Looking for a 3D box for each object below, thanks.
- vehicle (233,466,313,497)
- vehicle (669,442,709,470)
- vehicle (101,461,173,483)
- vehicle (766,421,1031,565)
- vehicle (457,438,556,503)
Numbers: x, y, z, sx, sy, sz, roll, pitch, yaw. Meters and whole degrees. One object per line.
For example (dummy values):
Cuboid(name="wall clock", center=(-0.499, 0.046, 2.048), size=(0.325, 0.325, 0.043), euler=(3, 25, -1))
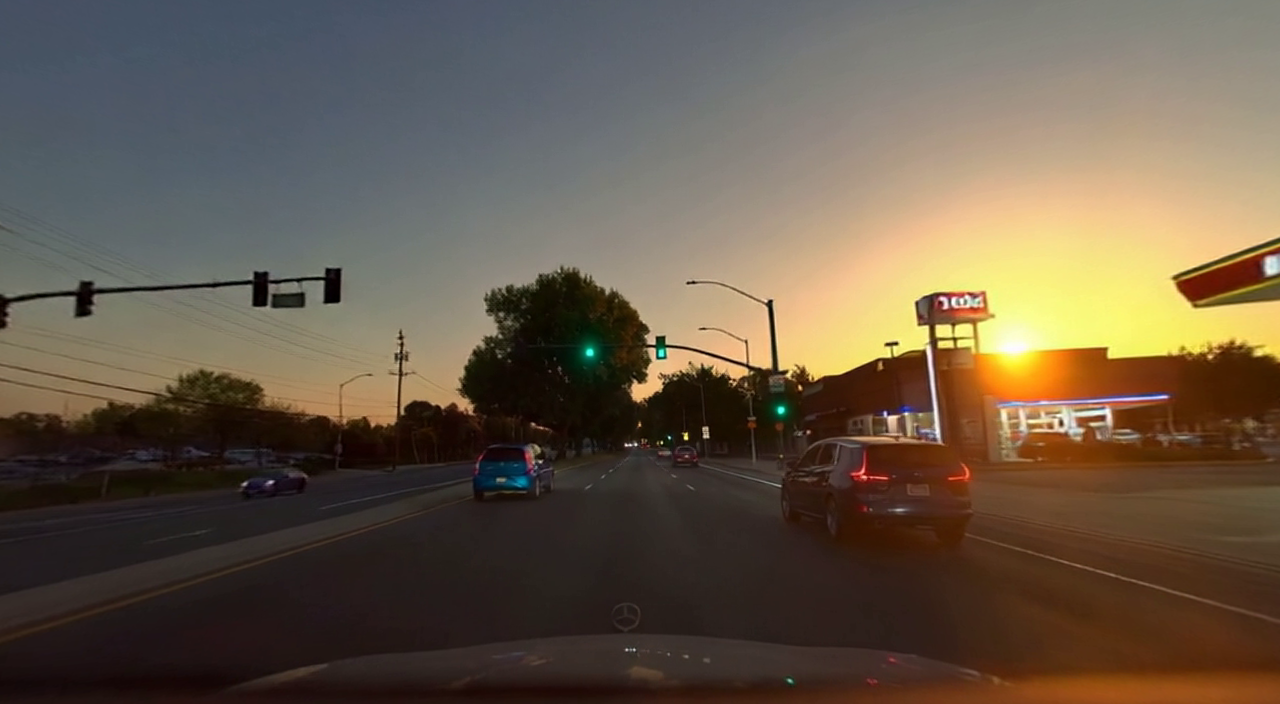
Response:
Cuboid(name="vehicle", center=(-20.794, 7.323, 36.038), size=(1.849, 1.497, 4.444), euler=(0, -8, 1))
Cuboid(name="vehicle", center=(3.049, 6.598, 40.318), size=(2.066, 1.699, 4.419), euler=(0, -8, -2))
Cuboid(name="vehicle", center=(-39.642, 9.459, 49.944), size=(1.814, 1.452, 4.845), euler=(0, -8, -2))
Cuboid(name="vehicle", center=(3.478, 1.984, 9.684), size=(2.085, 1.655, 4.459), euler=(0, -8, -1))
Cuboid(name="vehicle", center=(-3.662, 3.318, 18.105), size=(1.935, 1.617, 4.045), euler=(0, -8, 0))
